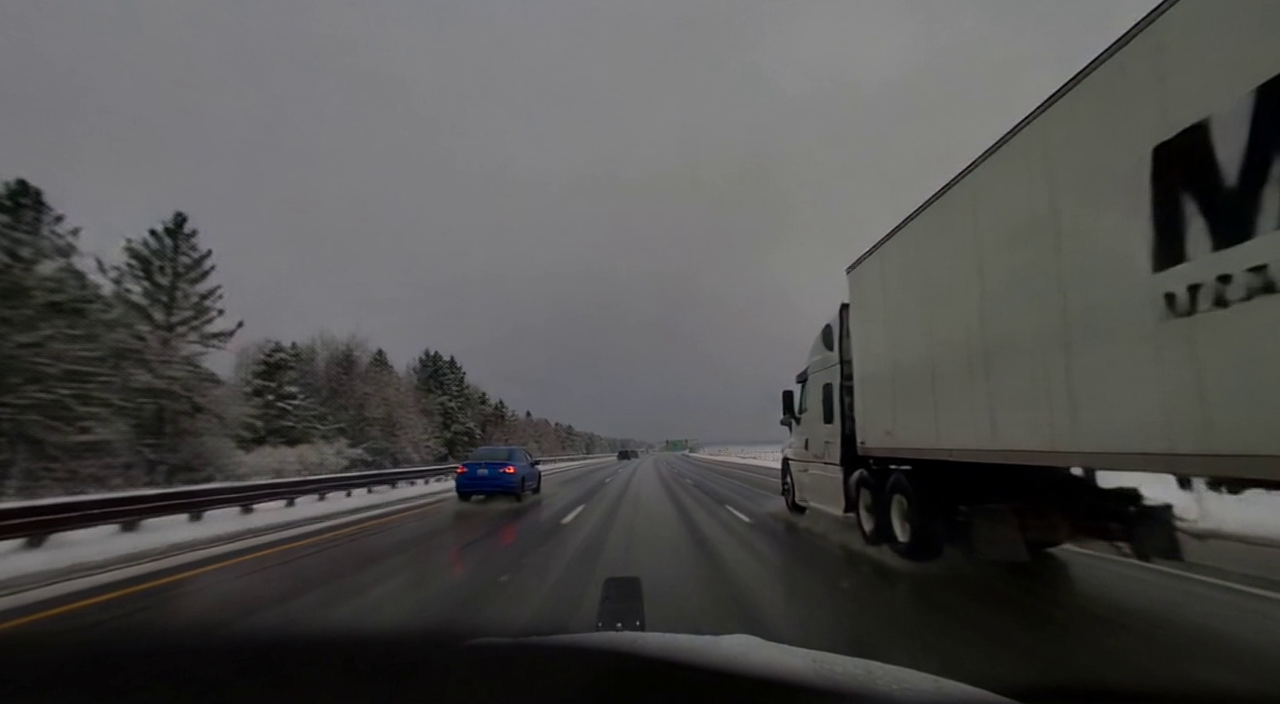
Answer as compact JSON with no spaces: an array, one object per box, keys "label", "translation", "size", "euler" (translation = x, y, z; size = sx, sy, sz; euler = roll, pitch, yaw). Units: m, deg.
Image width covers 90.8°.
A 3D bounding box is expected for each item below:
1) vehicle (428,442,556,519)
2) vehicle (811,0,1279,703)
[{"label":"vehicle","translation":[-3.286,2.930,14.958],"size":[1.945,1.537,4.294],"euler":[0,-9,1]},{"label":"vehicle","translation":[4.478,-0.035,3.878],"size":[2.832,4.034,13.924],"euler":[0,-9,-1]}]
